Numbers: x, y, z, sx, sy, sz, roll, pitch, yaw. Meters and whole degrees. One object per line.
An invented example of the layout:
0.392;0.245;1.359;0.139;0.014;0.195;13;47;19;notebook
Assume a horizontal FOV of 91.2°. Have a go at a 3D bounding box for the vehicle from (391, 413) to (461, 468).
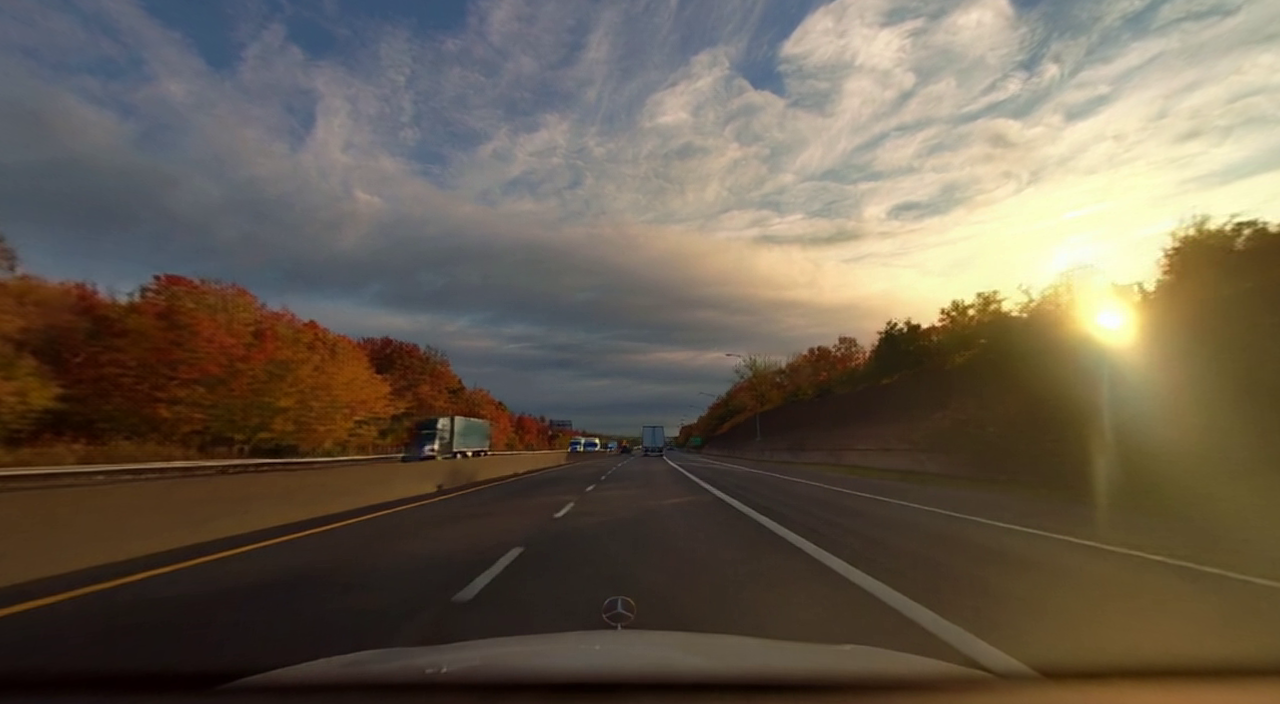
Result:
-16.061;6.742;47.562;2.997;3.843;5.945;-1;-9;1;vehicle
